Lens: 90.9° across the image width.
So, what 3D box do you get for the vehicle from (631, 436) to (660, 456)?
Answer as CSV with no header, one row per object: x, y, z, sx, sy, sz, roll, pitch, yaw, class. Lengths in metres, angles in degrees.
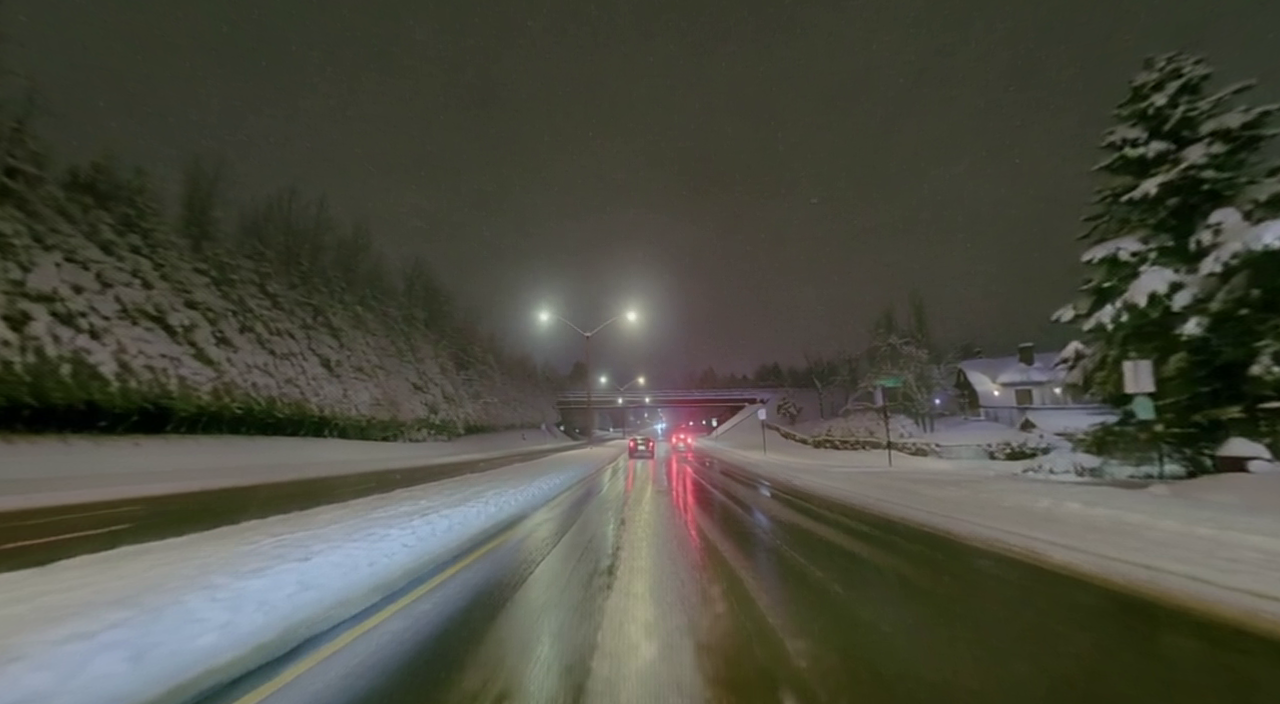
0.395,7.120,47.814,2.039,1.462,4.203,0,-9,0,vehicle
